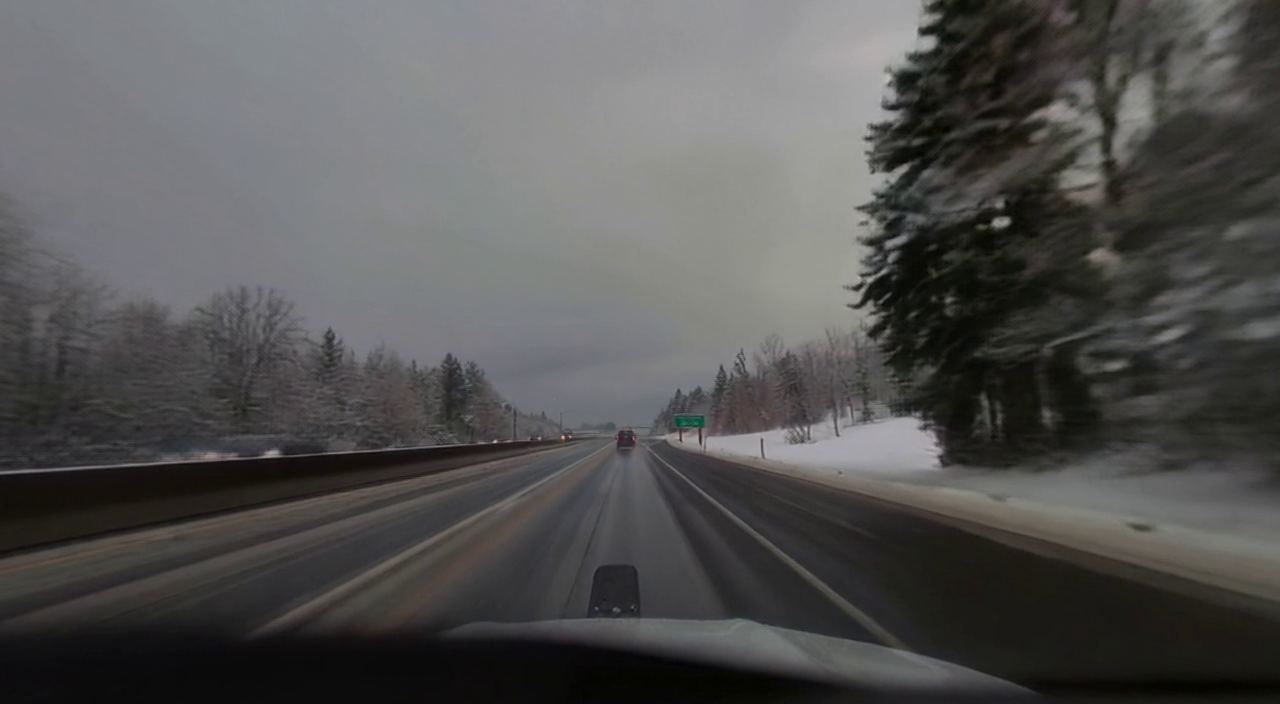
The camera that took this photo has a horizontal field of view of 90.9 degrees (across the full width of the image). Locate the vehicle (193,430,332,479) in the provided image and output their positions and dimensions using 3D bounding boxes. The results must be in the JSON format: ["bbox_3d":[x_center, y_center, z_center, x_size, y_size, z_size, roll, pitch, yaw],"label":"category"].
[{"bbox_3d":[-12.828,3.484,21.850,1.981,1.511,4.613,0,-8,-1],"label":"vehicle"}]
